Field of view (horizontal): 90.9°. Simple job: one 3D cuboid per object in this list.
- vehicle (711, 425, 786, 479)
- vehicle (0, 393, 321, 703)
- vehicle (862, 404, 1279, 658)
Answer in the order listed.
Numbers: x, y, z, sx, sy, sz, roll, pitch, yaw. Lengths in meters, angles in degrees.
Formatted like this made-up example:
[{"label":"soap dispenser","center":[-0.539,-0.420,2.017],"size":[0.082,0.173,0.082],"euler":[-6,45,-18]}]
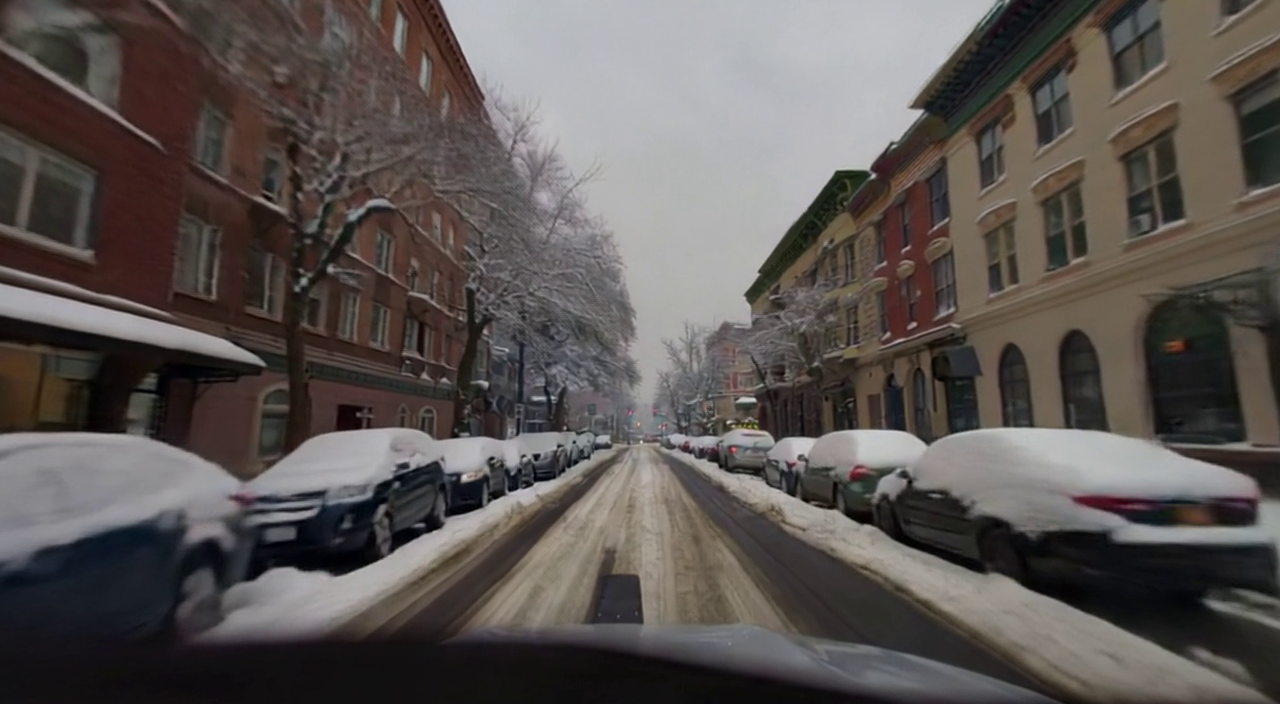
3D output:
[{"label":"vehicle","center":[3.952,3.711,23.736],"size":[1.879,1.802,4.574],"euler":[0,-8,-1]},{"label":"vehicle","center":[-3.472,0.992,2.912],"size":[1.859,1.508,4.144],"euler":[2,-3,-1]},{"label":"vehicle","center":[3.738,1.361,5.864],"size":[1.896,1.549,3.845],"euler":[0,-8,0]}]
